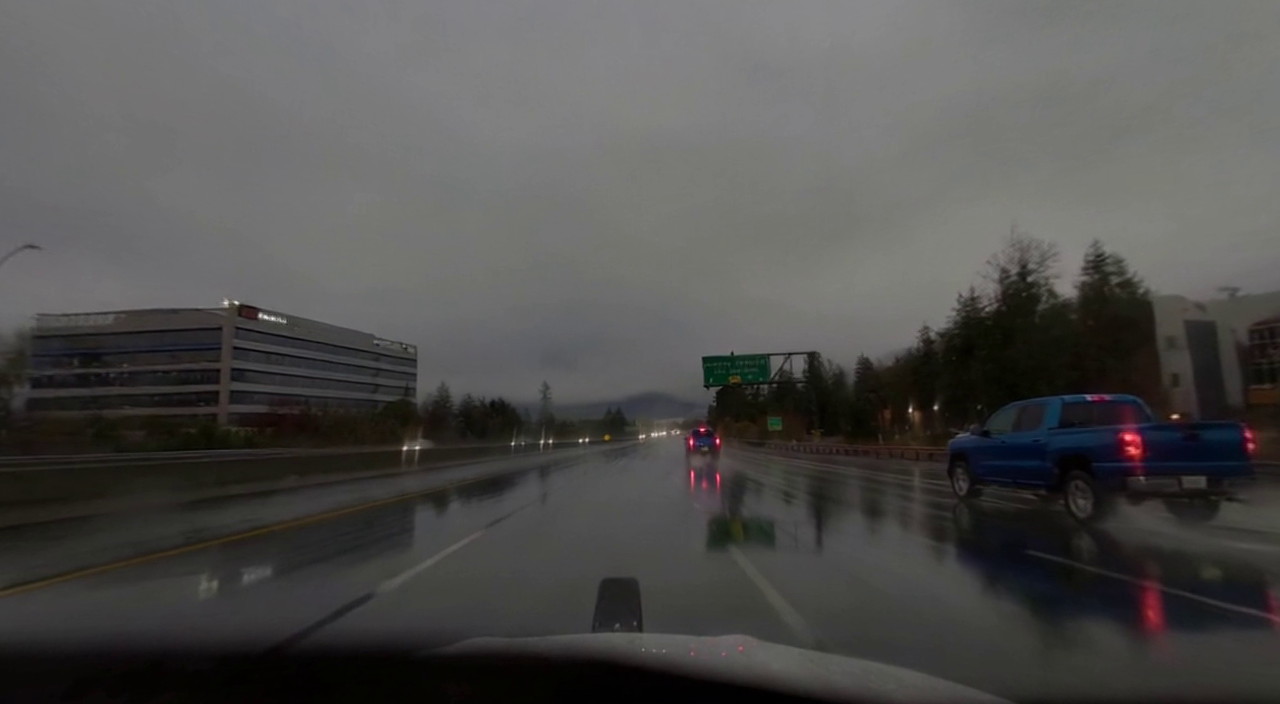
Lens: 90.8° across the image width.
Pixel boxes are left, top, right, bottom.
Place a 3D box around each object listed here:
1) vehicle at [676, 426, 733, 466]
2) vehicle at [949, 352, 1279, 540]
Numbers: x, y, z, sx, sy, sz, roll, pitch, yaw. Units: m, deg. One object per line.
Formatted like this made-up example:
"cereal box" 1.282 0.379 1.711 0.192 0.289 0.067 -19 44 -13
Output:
"vehicle" 3.383 5.102 34.202 2.462 1.984 4.718 0 -8 -1
"vehicle" 7.579 1.518 10.389 2.158 2.268 5.396 0 -9 0
